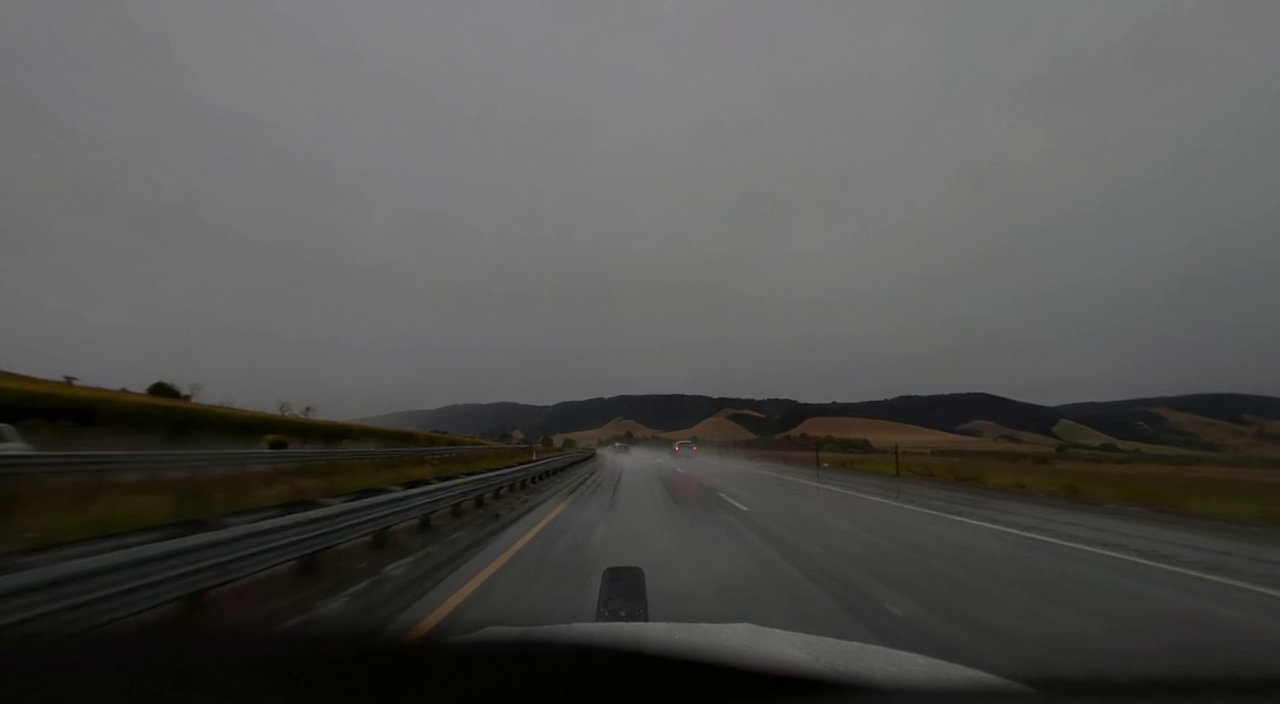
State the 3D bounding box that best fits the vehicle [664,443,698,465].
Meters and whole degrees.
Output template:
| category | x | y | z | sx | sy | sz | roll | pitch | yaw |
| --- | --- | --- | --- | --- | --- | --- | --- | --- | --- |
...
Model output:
| category | x | y | z | sx | sy | sz | roll | pitch | yaw |
| --- | --- | --- | --- | --- | --- | --- | --- | --- | --- |
| vehicle | 2.998 | 7.570 | 47.143 | 1.960 | 1.516 | 4.657 | 0 | -8 | -3 |
